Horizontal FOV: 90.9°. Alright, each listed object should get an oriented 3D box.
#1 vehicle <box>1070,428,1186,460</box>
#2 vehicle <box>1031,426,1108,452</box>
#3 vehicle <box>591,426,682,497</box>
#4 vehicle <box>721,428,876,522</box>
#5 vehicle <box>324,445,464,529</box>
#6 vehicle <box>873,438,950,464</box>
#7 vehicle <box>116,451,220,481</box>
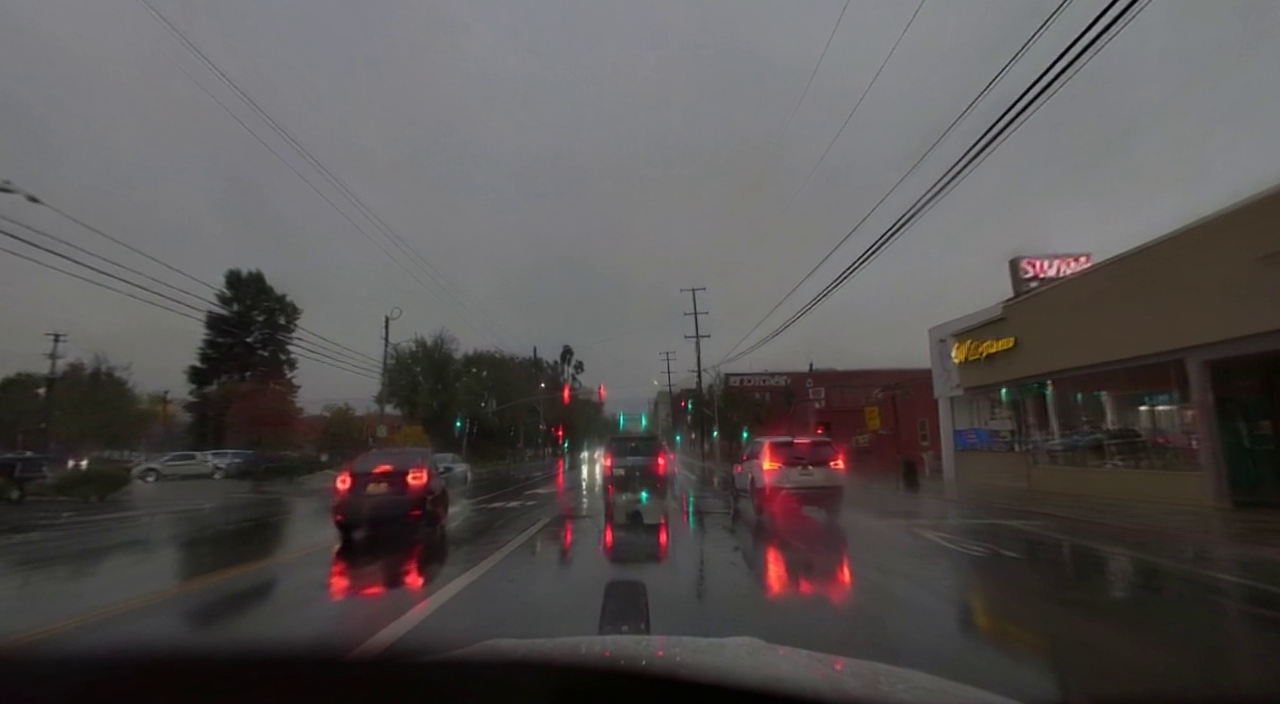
[{"bbox_3d":[24.382,4.615,31.673,4.092,1.496,1.889,-3,-9,20],"label":"vehicle"},{"bbox_3d":[30.678,6.287,45.216,2.231,1.749,4.411,0,-8,-2],"label":"vehicle"},{"bbox_3d":[-0.121,3.596,21.201,2.638,2.065,5.313,0,-8,0],"label":"vehicle"},{"bbox_3d":[3.350,2.701,14.476,2.276,1.787,4.630,0,-8,-1],"label":"vehicle"},{"bbox_3d":[-5.749,2.916,14.387,1.975,1.570,4.456,5,-10,-34],"label":"vehicle"},{"bbox_3d":[16.538,6.022,38.487,3.880,1.538,1.862,1,-8,-8],"label":"vehicle"},{"bbox_3d":[-27.410,6.630,36.707,4.458,1.608,2.051,-1,-8,2],"label":"vehicle"}]
